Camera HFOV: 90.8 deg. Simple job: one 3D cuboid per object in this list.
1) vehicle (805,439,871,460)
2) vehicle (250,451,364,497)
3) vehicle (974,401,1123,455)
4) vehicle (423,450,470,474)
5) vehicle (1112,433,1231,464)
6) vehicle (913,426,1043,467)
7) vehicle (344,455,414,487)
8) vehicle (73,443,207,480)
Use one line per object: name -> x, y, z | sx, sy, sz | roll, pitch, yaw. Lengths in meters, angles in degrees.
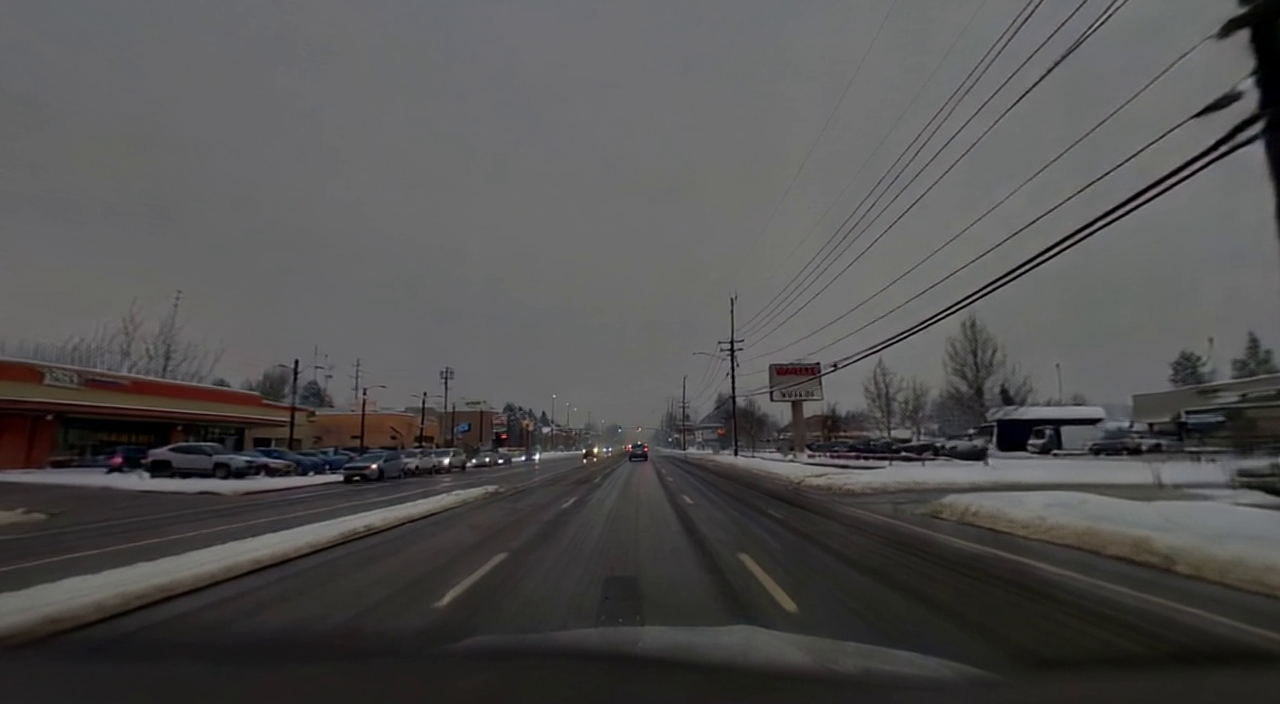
vehicle -> 14.980, 7.397, 47.883 | 4.300, 1.431, 1.937 | -2, -7, 1
vehicle -> -13.763, 5.015, 26.526 | 2.014, 1.523, 5.092 | -3, -8, 1
vehicle -> 29.567, 5.579, 45.987 | 8.821, 3.745, 2.909 | 0, -9, -3
vehicle -> -13.712, 7.817, 45.013 | 1.901, 1.552, 4.541 | 0, -8, 0
vehicle -> 26.894, 4.889, 32.052 | 4.367, 1.458, 1.857 | 0, -9, -3
vehicle -> 15.349, 4.303, 28.923 | 4.667, 1.775, 2.199 | 0, -9, -1
vehicle -> -13.631, 6.197, 33.280 | 1.791, 1.377, 4.807 | -2, -8, -1
vehicle -> -23.942, 5.251, 30.469 | 4.527, 1.679, 2.055 | 3, -9, -18
